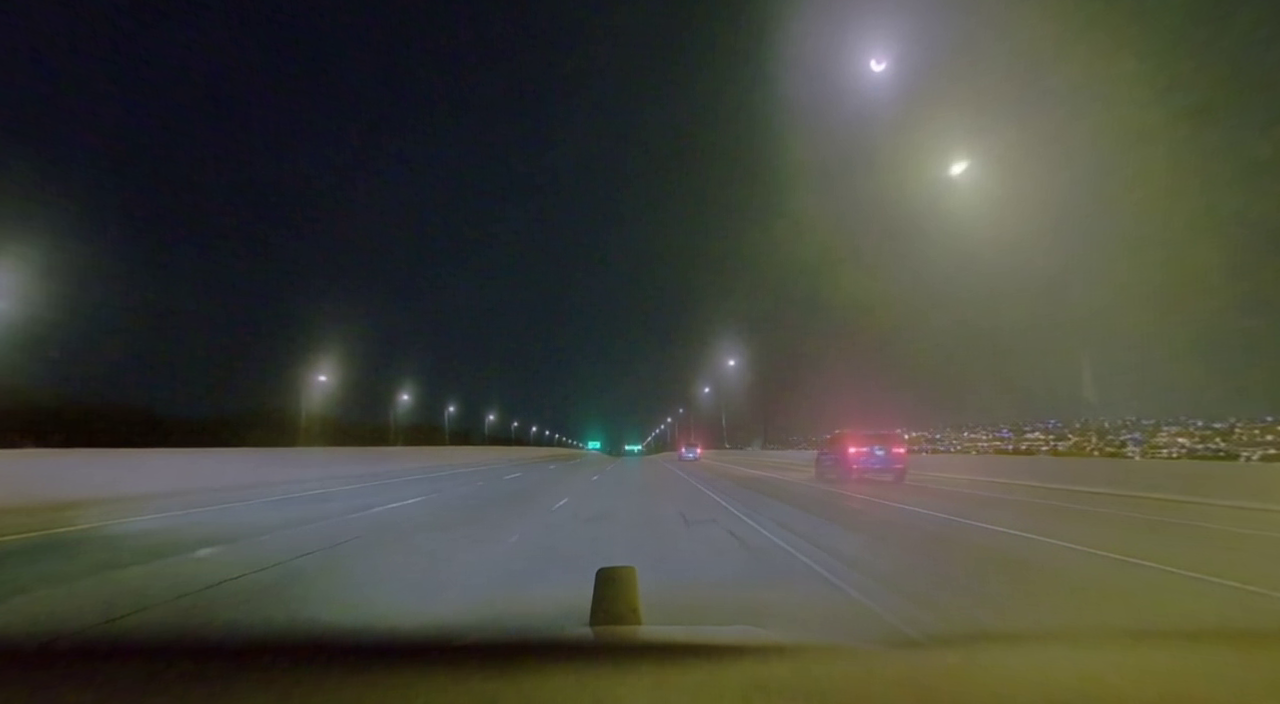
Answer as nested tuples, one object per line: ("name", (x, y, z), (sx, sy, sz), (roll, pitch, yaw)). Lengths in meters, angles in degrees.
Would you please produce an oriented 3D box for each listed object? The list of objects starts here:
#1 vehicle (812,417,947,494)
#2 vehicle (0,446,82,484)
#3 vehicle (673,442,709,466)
("vehicle", (6.772, 3.004, 18.550), (2.065, 1.953, 4.605), (0, -8, -1))
("vehicle", (-25.651, 4.512, 25.479), (2.196, 1.389, 4.532), (0, -8, -1))
("vehicle", (3.410, 6.891, 42.955), (2.000, 1.533, 3.770), (0, -8, -1))
